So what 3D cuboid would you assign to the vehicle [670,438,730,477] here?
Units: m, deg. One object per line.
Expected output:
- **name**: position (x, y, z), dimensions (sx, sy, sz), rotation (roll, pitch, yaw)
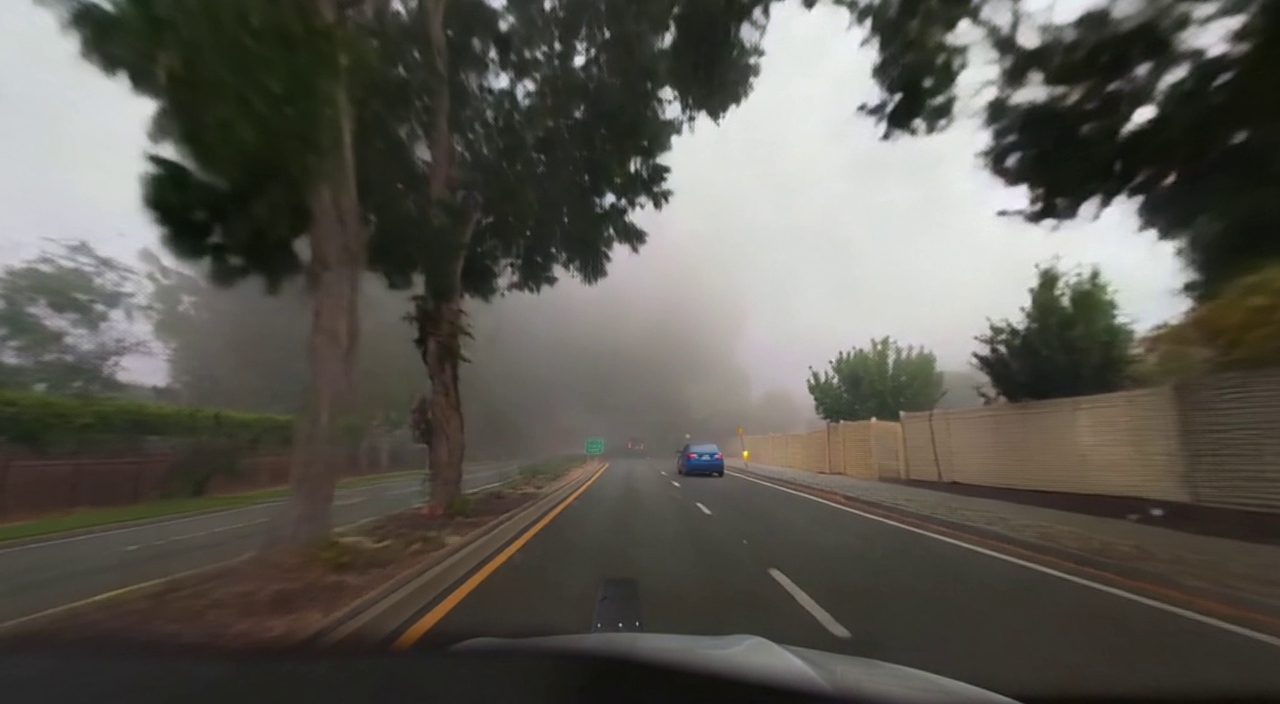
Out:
- **vehicle**: position (2.415, 4.365, 26.499), dimensions (1.991, 1.476, 4.153), rotation (0, -8, -2)
